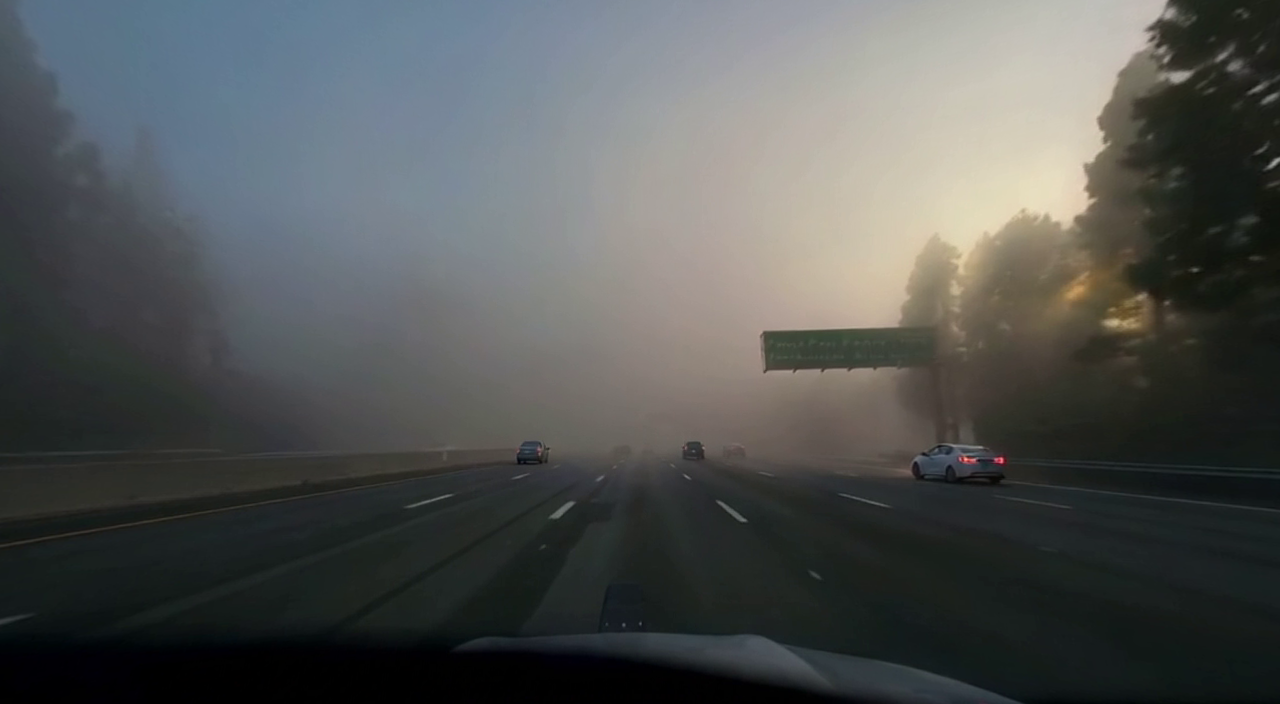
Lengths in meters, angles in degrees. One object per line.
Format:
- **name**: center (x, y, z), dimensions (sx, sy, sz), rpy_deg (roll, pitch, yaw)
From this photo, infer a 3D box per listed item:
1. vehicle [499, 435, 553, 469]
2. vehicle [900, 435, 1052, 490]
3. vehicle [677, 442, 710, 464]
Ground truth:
- **vehicle**: center (-6.332, 5.621, 35.426), dimensions (2.091, 1.746, 4.437), rpy_deg (0, -9, 1)
- **vehicle**: center (10.176, 3.373, 19.553), dimensions (1.979, 1.467, 4.839), rpy_deg (0, -9, -1)
- **vehicle**: center (3.636, 6.956, 43.496), dimensions (1.950, 1.453, 3.378), rpy_deg (0, -9, -1)
